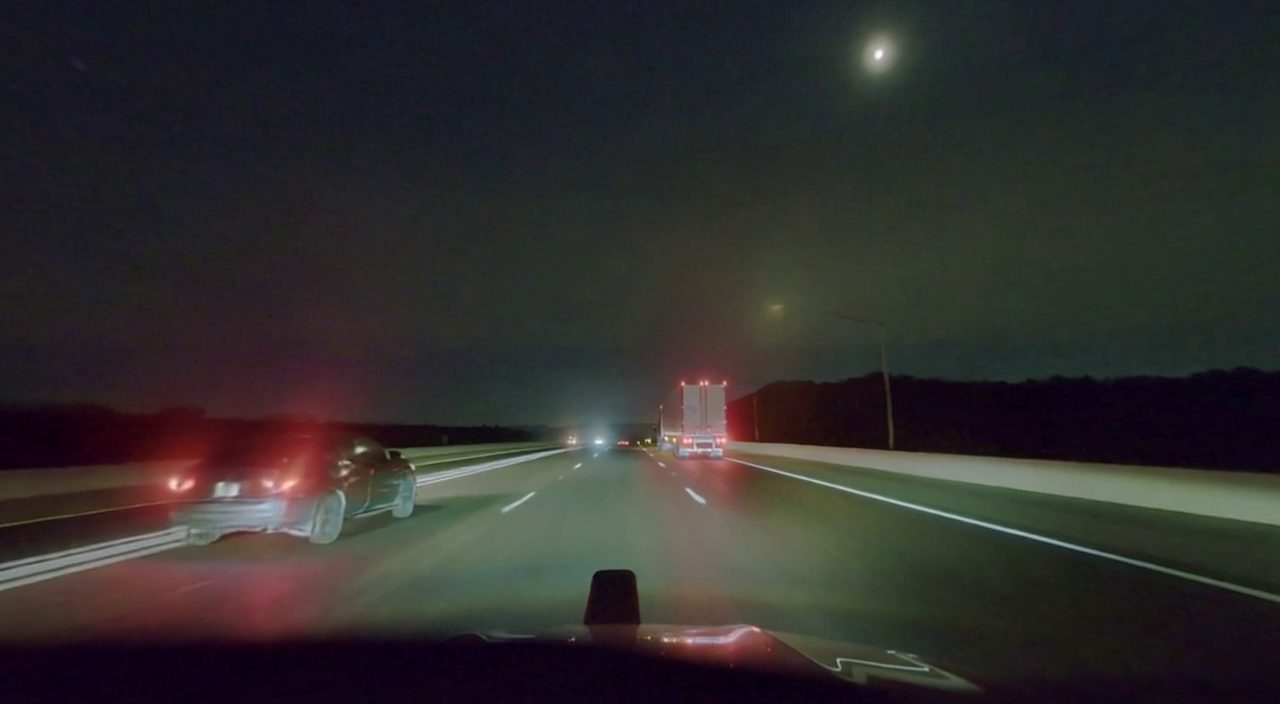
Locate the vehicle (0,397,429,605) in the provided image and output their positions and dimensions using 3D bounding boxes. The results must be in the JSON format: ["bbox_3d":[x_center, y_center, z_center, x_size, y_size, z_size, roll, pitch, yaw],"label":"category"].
[{"bbox_3d":[-4.087,1.444,7.016,2.044,1.604,4.144,0,-8,0],"label":"vehicle"}]

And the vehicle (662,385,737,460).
[{"bbox_3d":[3.613,5.116,43.781,3.144,4.168,17.594,0,-8,-1],"label":"vehicle"}]
